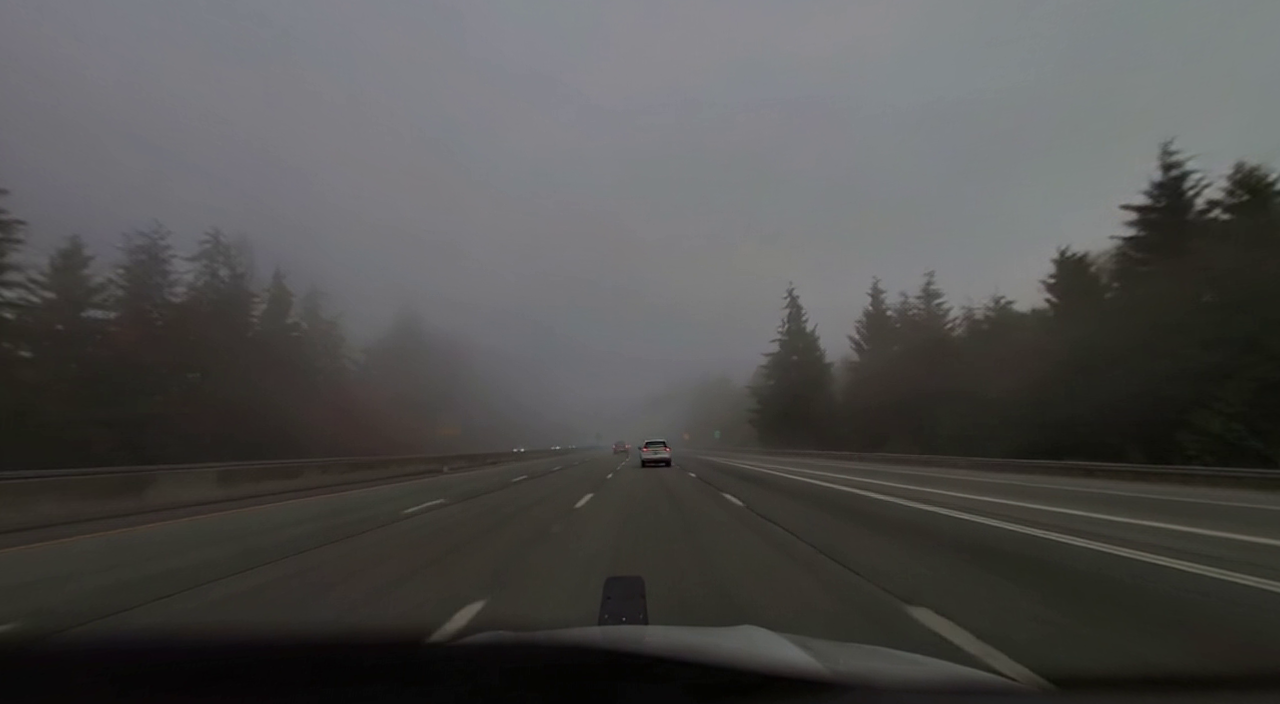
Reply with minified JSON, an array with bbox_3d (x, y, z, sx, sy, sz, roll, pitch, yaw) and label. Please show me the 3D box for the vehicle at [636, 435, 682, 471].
[{"bbox_3d":[0.945,5.400,33.961,2.260,1.766,4.348,0,-8,0],"label":"vehicle"}]
